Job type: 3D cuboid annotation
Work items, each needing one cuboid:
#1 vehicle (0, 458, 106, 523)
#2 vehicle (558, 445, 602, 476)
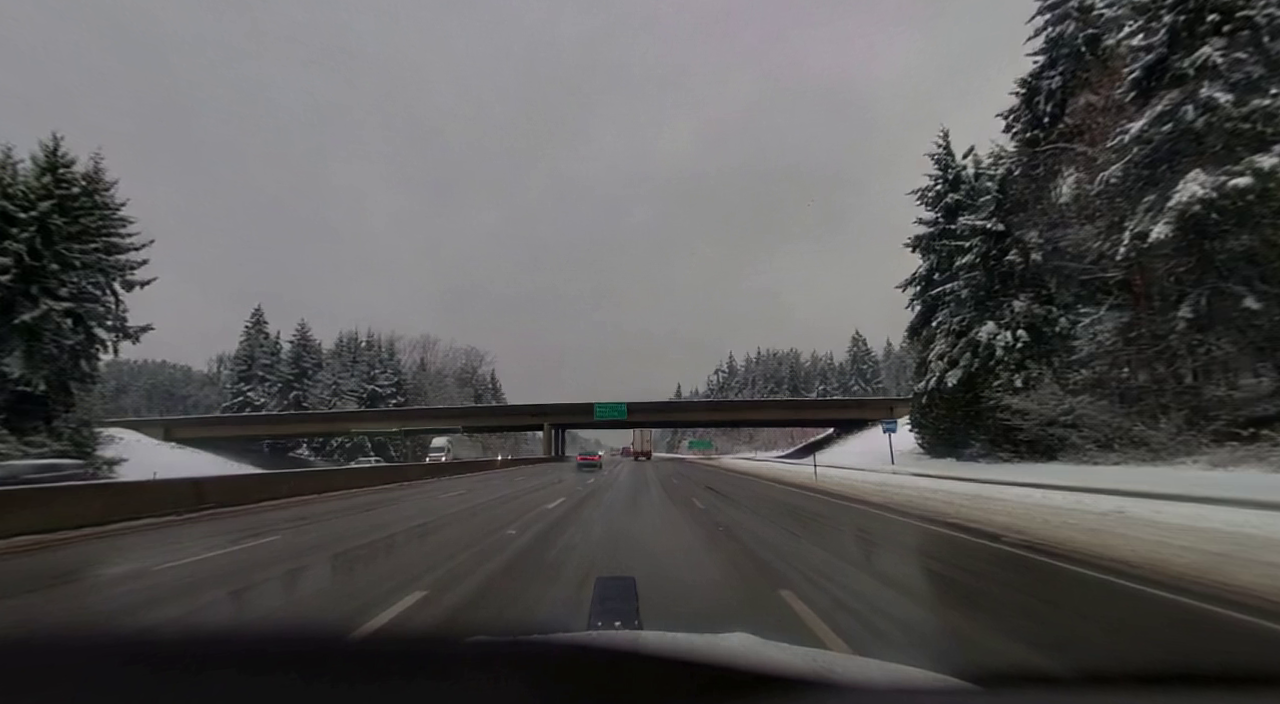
[{"bbox_3d":[-15.879,3.368,15.533,1.975,1.457,3.959,0,-9,0],"label":"vehicle"},{"bbox_3d":[-3.492,6.442,37.684,2.160,1.724,4.997,0,-9,0],"label":"vehicle"}]
